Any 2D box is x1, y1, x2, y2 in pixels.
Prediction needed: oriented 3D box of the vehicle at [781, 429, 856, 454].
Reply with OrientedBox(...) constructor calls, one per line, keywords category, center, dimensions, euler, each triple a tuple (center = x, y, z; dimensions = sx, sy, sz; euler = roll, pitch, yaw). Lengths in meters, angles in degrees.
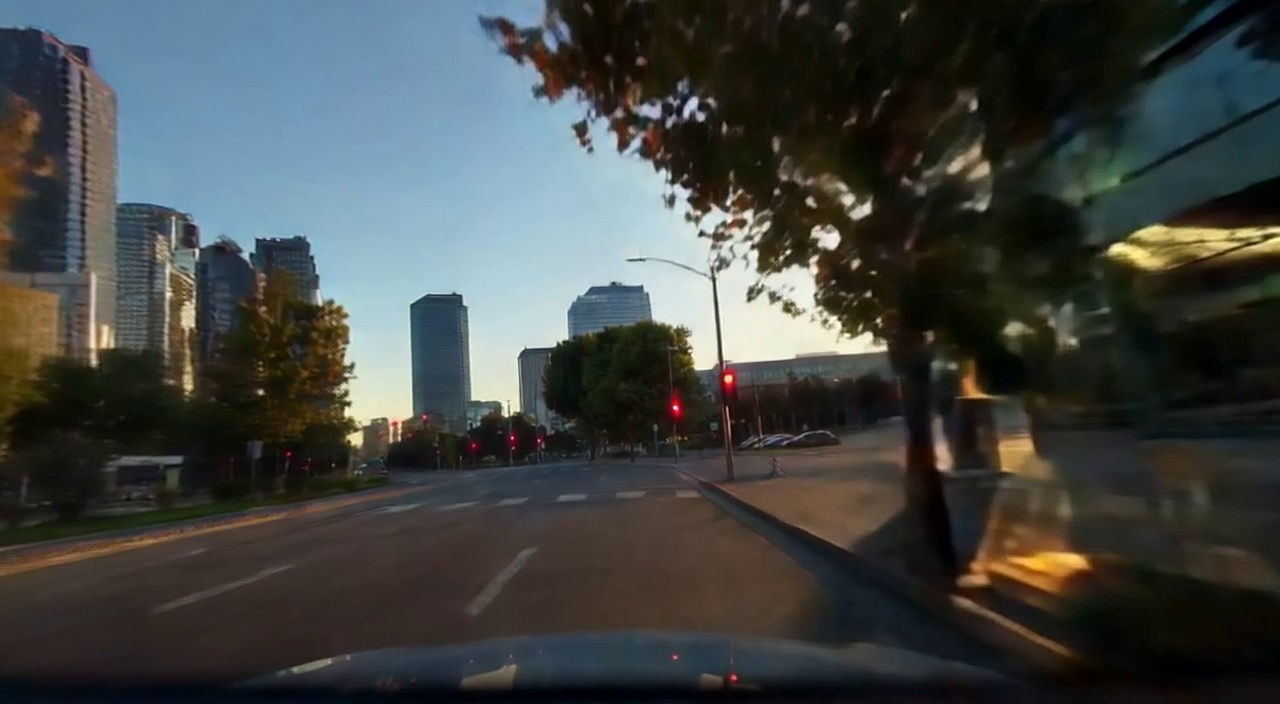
OrientedBox(category="vehicle", center=(11.841, 5.982, 42.071), dimensions=(4.332, 1.581, 2.028), euler=(1, -9, -10))
